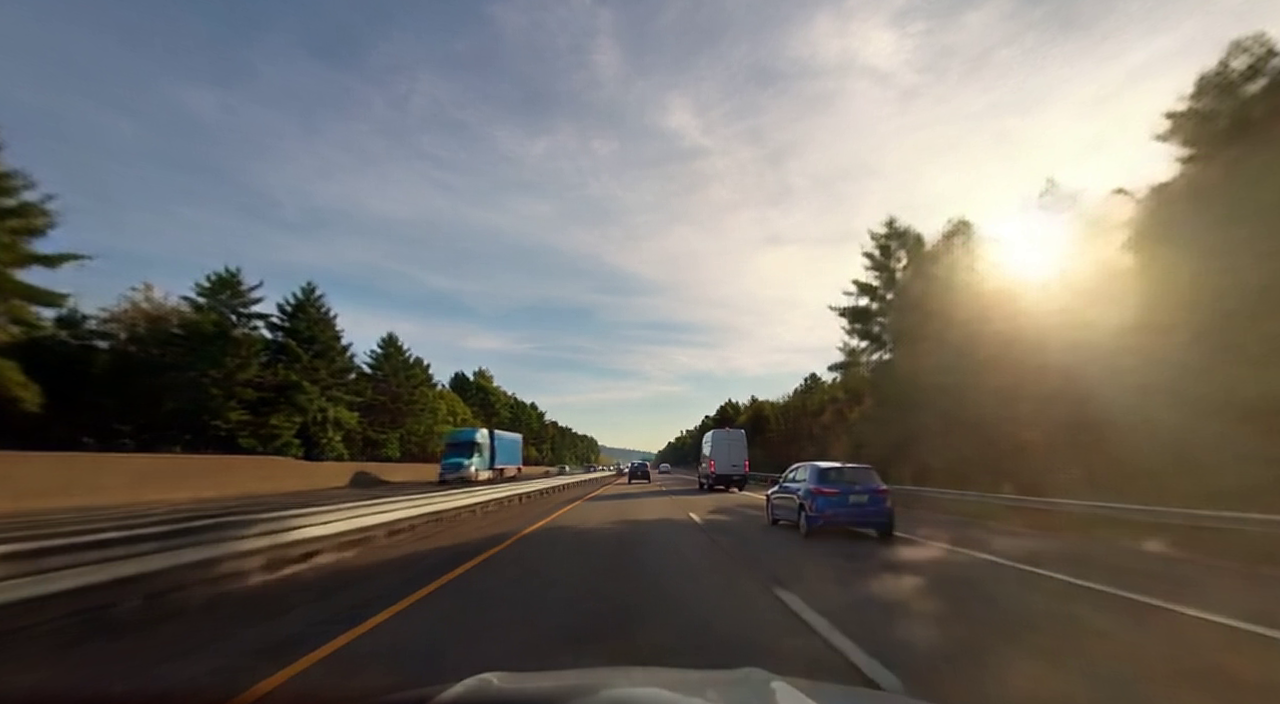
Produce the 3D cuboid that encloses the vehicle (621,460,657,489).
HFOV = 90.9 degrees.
[{"bbox_3d":[-0.072,7.940,40.850,2.212,1.717,4.452,1,-10,0],"label":"vehicle"}]

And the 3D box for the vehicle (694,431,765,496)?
[{"bbox_3d":[4.446,5.803,32.736,2.563,2.975,6.941,1,-10,-1],"label":"vehicle"}]

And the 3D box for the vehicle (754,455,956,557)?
[{"bbox_3d":[3.763,2.833,12.229,2.073,1.532,4.969,1,-10,-1],"label":"vehicle"}]
